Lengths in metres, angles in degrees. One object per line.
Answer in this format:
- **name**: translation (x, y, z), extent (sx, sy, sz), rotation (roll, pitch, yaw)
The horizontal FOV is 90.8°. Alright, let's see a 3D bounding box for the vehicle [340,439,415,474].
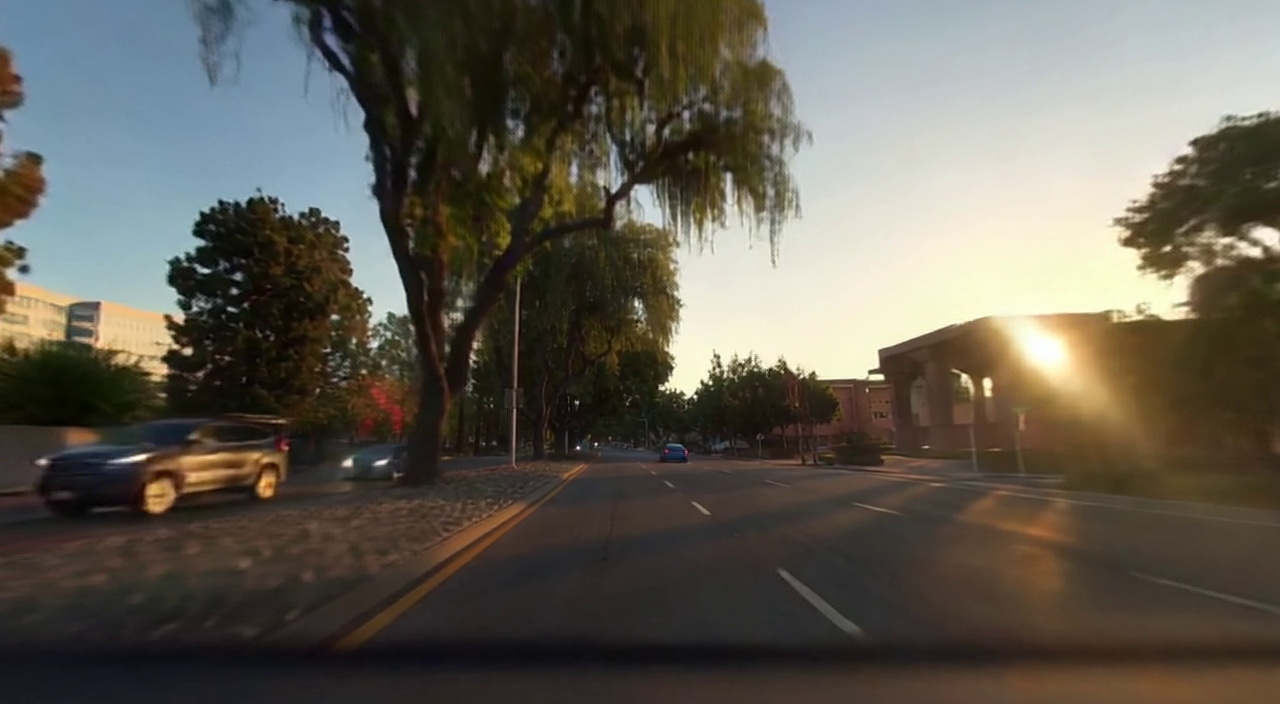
- **vehicle**: translation (-13.667, 5.431, 33.171), extent (2.123, 1.692, 4.419), rotation (0, -9, -2)

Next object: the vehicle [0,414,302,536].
- **vehicle**: translation (-8.727, 2.150, 12.003), extent (2.016, 1.766, 5.155), rotation (0, -7, -4)

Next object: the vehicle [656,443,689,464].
- **vehicle**: translation (2.419, 7.670, 47.786), extent (1.913, 1.473, 4.360), rotation (1, -9, -5)
